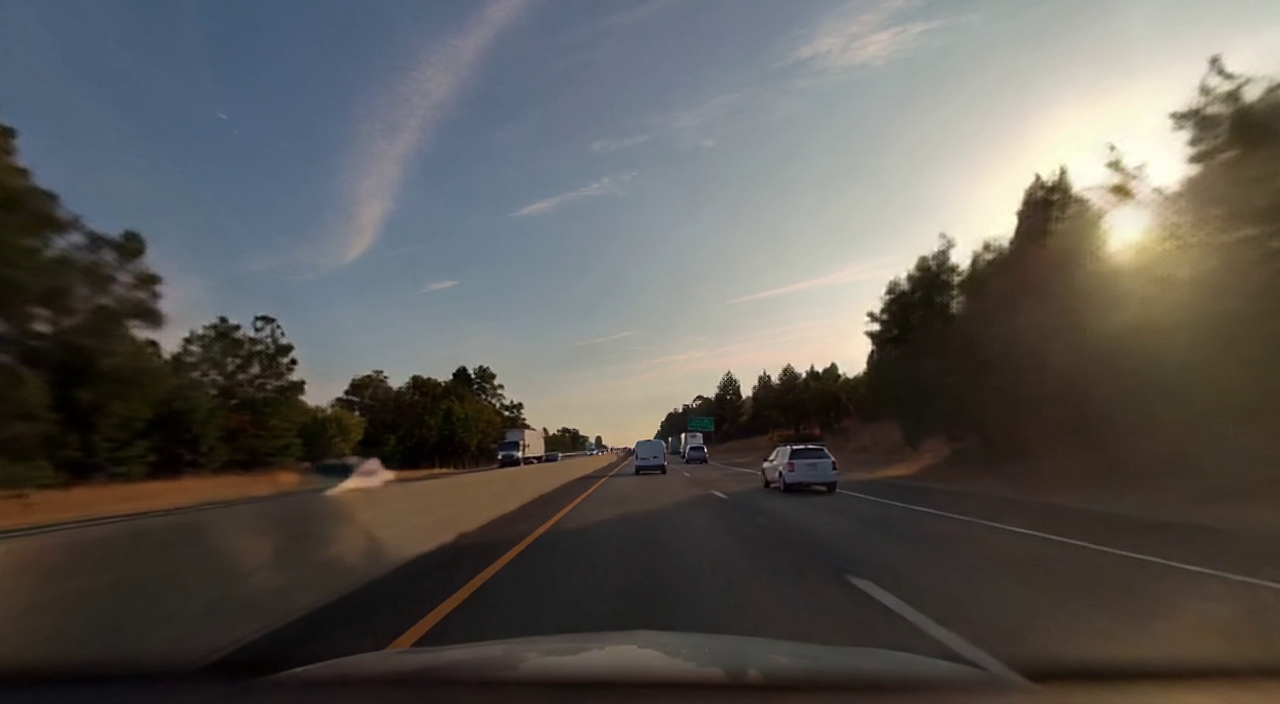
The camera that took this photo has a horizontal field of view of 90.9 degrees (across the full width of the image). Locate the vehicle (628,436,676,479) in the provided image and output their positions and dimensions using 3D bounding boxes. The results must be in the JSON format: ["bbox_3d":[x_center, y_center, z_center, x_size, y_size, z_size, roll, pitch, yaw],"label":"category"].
[{"bbox_3d":[0.547,5.088,30.570,2.143,1.925,4.101,0,-9,0],"label":"vehicle"}]

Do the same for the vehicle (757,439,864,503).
[{"bbox_3d":[4.553,3.206,17.383,1.868,1.566,3.509,0,-9,-1],"label":"vehicle"}]

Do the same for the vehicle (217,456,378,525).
[{"bbox_3d":[-8.598,3.477,16.315,1.884,1.486,3.974,0,-9,1],"label":"vehicle"}]

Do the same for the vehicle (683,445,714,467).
[{"bbox_3d":[4.570,8.225,49.918,1.961,1.689,3.971,0,-9,-1],"label":"vehicle"}]
